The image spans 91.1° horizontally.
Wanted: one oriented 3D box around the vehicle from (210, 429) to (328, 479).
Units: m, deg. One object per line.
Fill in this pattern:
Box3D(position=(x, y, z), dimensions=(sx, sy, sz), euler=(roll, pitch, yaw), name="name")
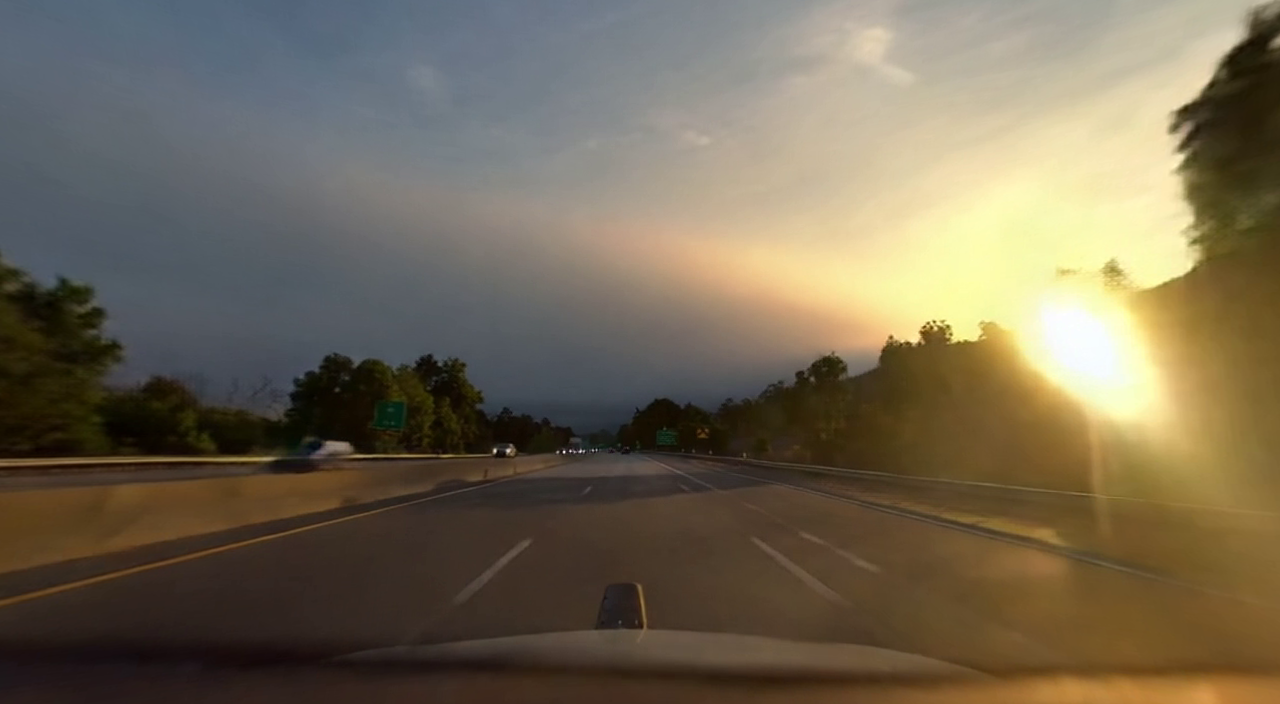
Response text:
Box3D(position=(-16.236, 4.501, 27.917), dimensions=(2.214, 1.966, 4.920), euler=(-1, -9, 0), name="vehicle")
